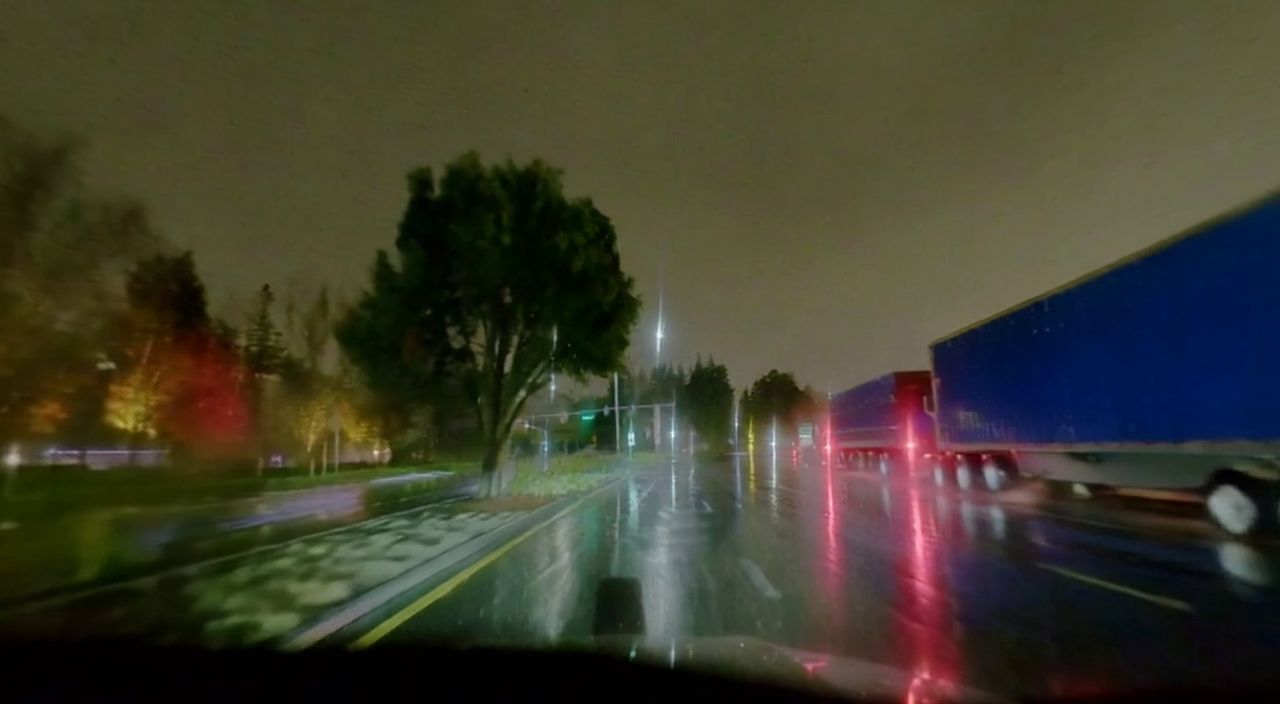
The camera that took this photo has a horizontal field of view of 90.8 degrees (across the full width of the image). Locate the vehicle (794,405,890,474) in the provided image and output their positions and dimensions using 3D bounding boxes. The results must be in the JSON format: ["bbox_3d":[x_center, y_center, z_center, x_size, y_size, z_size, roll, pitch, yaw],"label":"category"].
[{"bbox_3d":[11.700,5.292,37.950,2.946,3.506,10.682,-1,-8,4],"label":"vehicle"}]

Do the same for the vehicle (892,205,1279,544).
[{"bbox_3d":[10.163,1.109,13.702,2.907,4.439,17.681,0,-8,3],"label":"vehicle"}]
